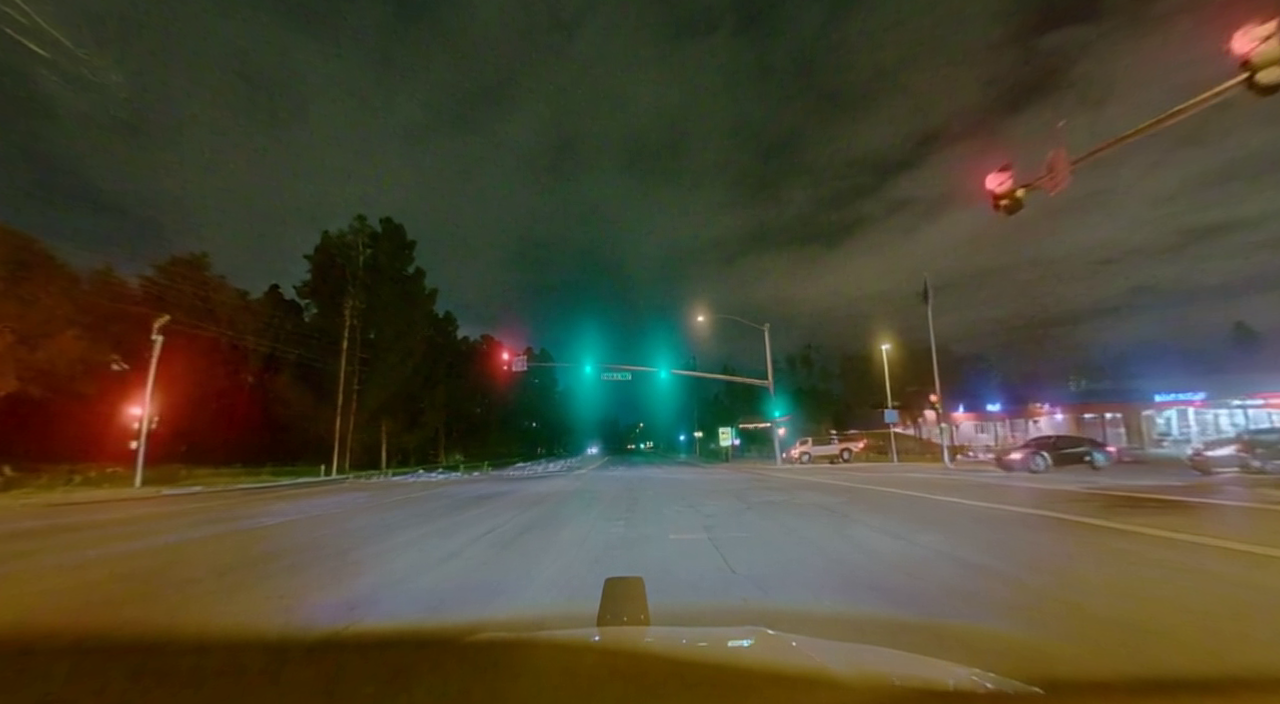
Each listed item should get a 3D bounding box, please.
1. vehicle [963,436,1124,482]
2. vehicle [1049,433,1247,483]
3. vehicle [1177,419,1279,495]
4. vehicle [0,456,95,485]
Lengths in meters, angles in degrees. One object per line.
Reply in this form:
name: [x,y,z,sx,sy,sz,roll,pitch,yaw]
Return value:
vehicle: [15.964,4.258,25.095,4.904,1.598,2.326,0,-10,-8]
vehicle: [15.622,3.262,19.541,4.582,1.436,2.073,1,-9,-7]
vehicle: [17.463,2.629,16.594,4.721,1.637,2.256,-4,-8,-8]
vehicle: [-38.004,7.550,40.431,1.959,1.633,4.579,-3,-9,1]
